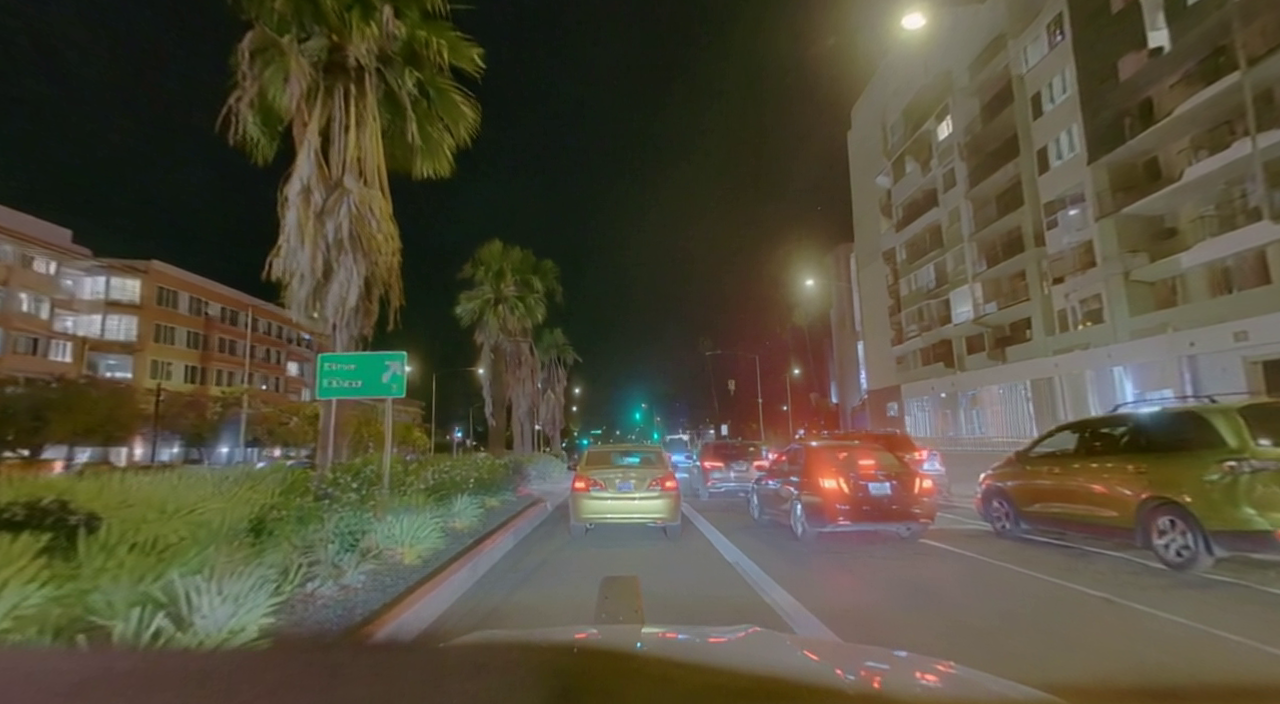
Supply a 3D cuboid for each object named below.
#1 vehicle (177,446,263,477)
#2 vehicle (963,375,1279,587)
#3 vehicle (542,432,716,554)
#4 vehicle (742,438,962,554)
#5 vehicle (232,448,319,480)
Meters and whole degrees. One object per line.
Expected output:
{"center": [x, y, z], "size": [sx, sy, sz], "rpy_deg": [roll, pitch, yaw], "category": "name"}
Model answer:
{"center": [-28.345, 7.374, 42.902], "size": [2.115, 1.884, 5.481], "rpy_deg": [0, -8, -1], "category": "vehicle"}
{"center": [7.219, 1.664, 9.045], "size": [2.254, 2.072, 5.577], "rpy_deg": [0, -8, 1], "category": "vehicle"}
{"center": [-0.159, 2.049, 9.893], "size": [2.158, 1.498, 3.919], "rpy_deg": [0, -8, -1], "category": "vehicle"}
{"center": [3.072, 2.160, 10.314], "size": [1.925, 1.451, 4.436], "rpy_deg": [0, -8, -2], "category": "vehicle"}
{"center": [-20.621, 6.322, 36.029], "size": [2.053, 1.631, 4.900], "rpy_deg": [0, -8, -1], "category": "vehicle"}
